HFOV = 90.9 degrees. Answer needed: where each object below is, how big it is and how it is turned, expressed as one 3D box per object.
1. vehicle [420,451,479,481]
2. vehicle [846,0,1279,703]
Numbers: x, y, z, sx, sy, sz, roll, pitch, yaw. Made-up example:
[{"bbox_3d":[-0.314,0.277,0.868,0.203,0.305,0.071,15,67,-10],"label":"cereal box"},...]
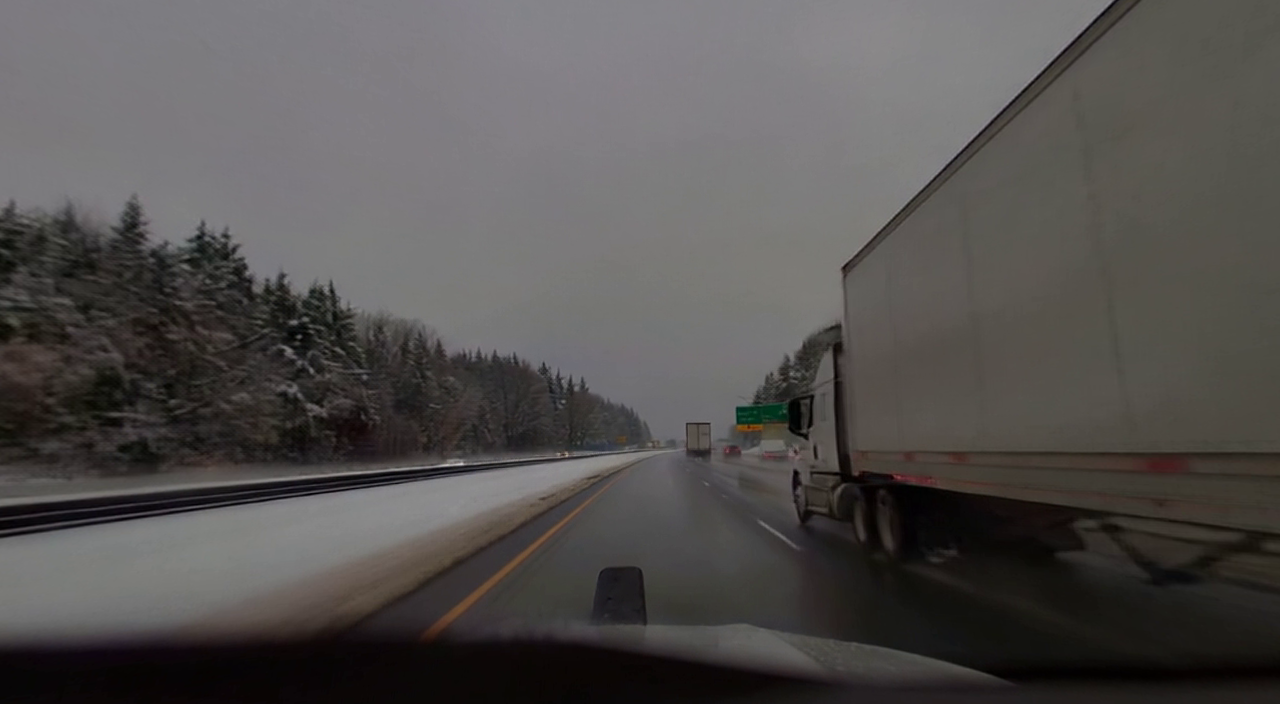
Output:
[{"bbox_3d":[-10.901,6.544,36.396,1.943,1.620,4.182,-1,-9,2],"label":"vehicle"},{"bbox_3d":[4.483,-0.352,2.397,2.859,3.984,14.045,0,-9,1],"label":"vehicle"}]
